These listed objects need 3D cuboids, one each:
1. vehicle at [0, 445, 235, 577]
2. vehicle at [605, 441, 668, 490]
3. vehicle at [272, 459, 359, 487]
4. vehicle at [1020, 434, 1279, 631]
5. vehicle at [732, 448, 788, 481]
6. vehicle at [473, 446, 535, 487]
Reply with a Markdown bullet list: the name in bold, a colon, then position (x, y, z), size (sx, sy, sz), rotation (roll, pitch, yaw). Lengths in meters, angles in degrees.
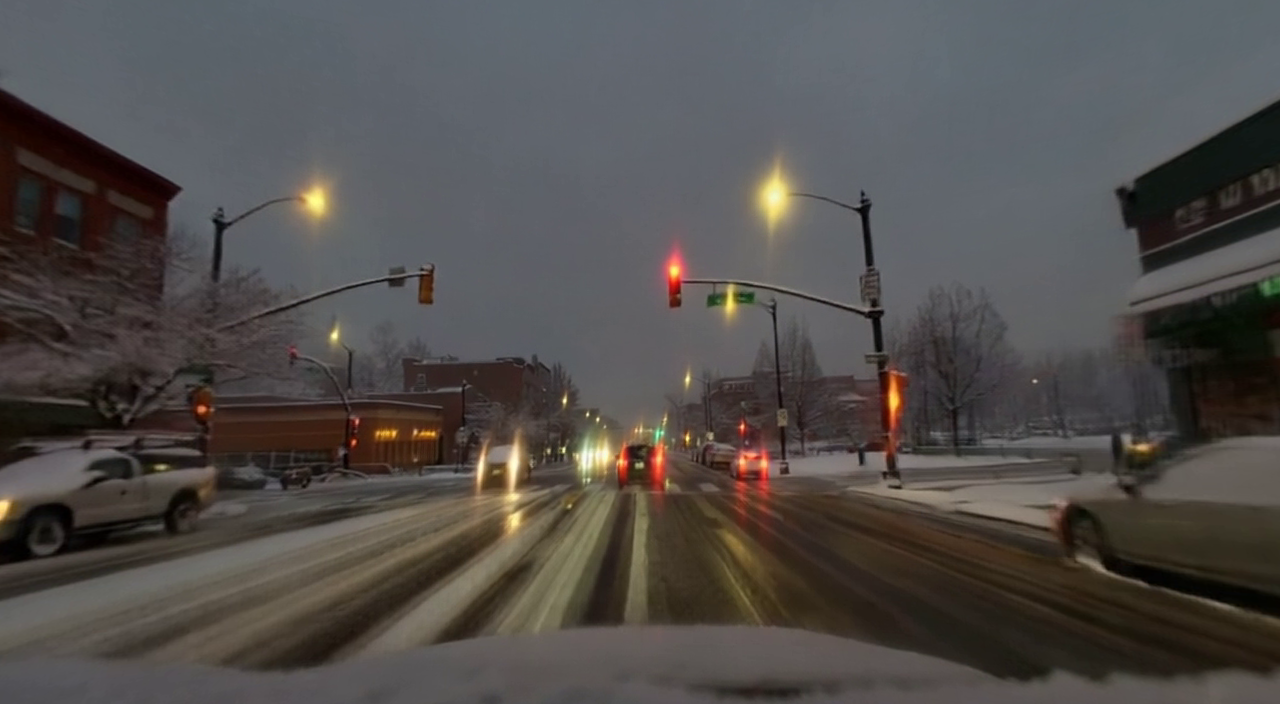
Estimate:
- **vehicle**: position (-11.181, 2.913, 12.644), size (2.240, 2.052, 5.872), rotation (0, -8, 0)
- **vehicle**: position (-0.108, 4.047, 22.952), size (2.086, 1.575, 4.205), rotation (0, -8, 0)
- **vehicle**: position (-19.986, 7.501, 39.028), size (4.212, 1.641, 1.935), rotation (-1, -13, 2)
- **vehicle**: position (5.719, 1.494, 5.674), size (1.824, 1.466, 4.345), rotation (0, -9, -1)
- **vehicle**: position (5.914, 5.585, 31.699), size (1.859, 1.470, 4.476), rotation (0, -8, -1)
- **vehicle**: position (-6.148, 5.192, 29.034), size (1.918, 1.679, 4.209), rotation (0, -9, 0)
